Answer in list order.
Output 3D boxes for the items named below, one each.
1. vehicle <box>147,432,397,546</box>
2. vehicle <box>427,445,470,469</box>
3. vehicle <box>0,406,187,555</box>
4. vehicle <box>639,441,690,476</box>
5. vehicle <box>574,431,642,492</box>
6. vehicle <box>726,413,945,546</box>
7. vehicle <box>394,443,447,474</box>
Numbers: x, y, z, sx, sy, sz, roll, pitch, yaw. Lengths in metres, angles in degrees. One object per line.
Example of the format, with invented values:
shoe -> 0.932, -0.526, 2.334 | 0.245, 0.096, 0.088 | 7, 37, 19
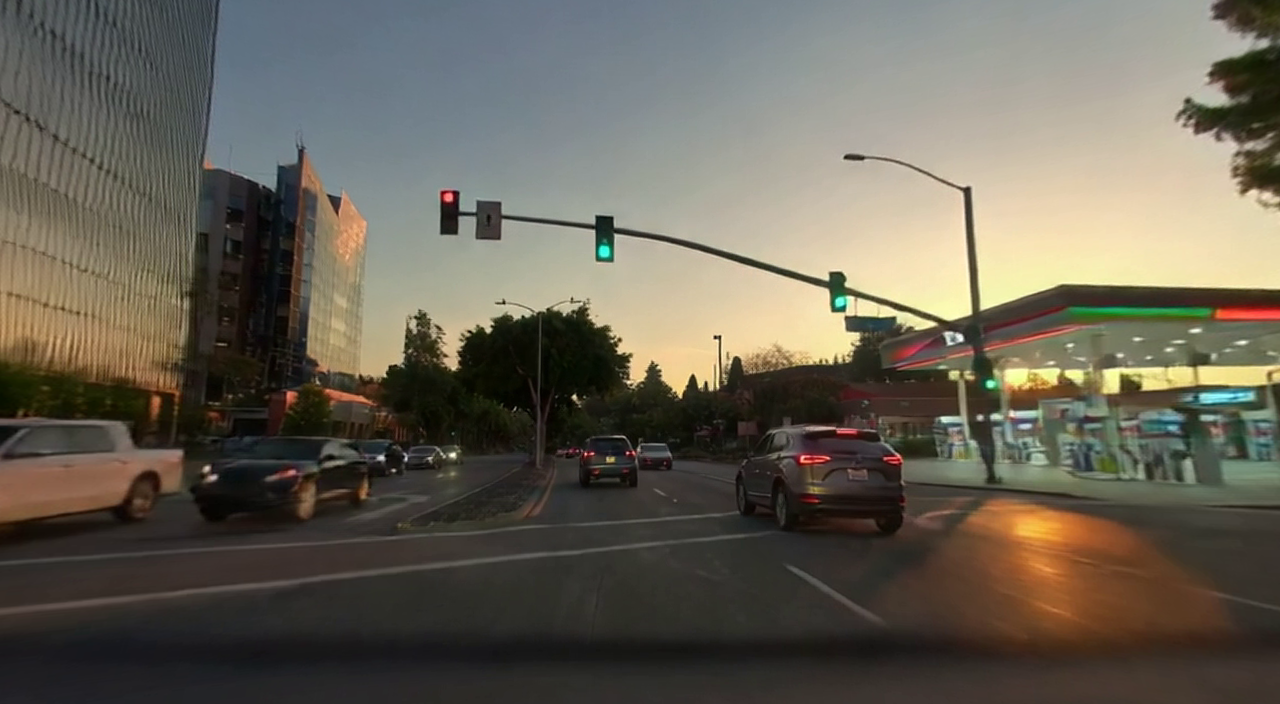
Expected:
vehicle -> -5.775, 2.151, 10.676 | 1.987, 1.505, 4.337 | 1, -8, -6
vehicle -> -12.351, 6.742, 40.849 | 1.872, 1.439, 4.507 | 1, -8, -7
vehicle -> -8.743, 1.717, 8.736 | 1.992, 1.755, 4.283 | 1, -8, -6
vehicle -> 1.114, 5.104, 30.479 | 1.800, 1.592, 3.658 | 1, -8, -8
vehicle -> -1.159, 3.578, 20.993 | 2.051, 1.798, 4.168 | 1, -8, -6
vehicle -> 2.910, 2.003, 10.546 | 2.000, 1.745, 4.206 | 1, -8, -5
vehicle -> -11.002, 5.354, 31.796 | 1.665, 1.442, 3.720 | 1, -8, -6
